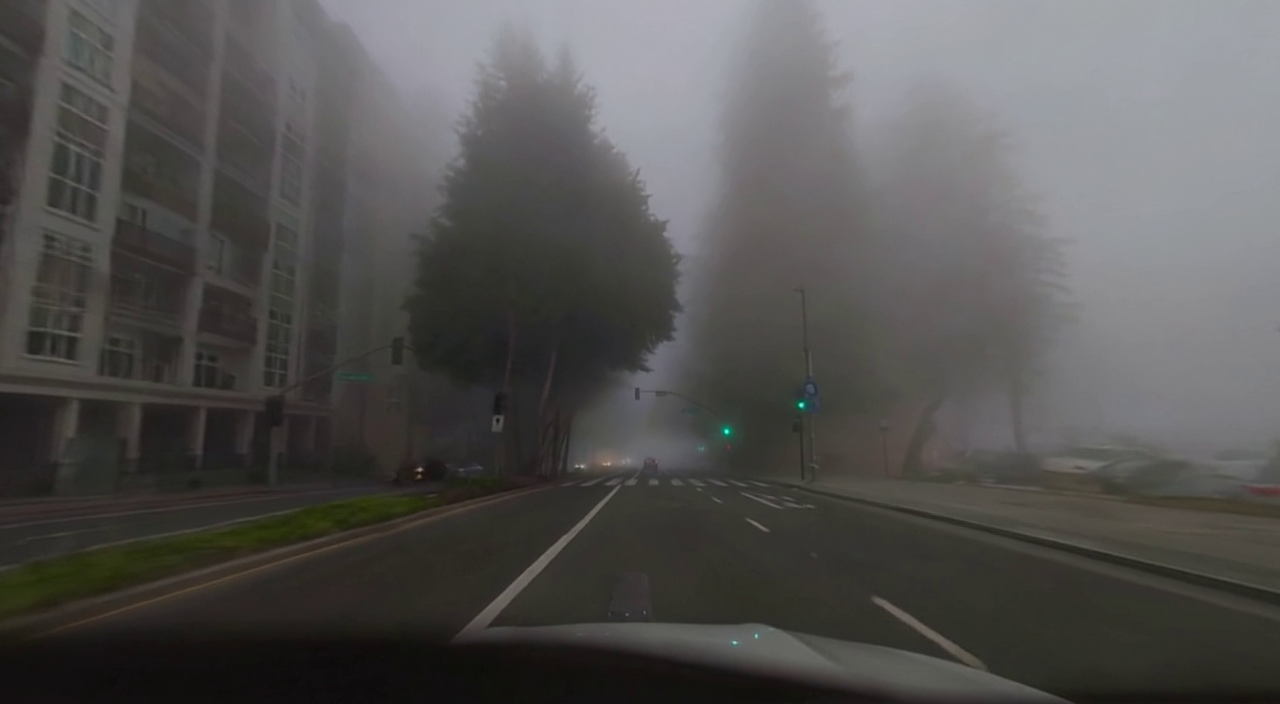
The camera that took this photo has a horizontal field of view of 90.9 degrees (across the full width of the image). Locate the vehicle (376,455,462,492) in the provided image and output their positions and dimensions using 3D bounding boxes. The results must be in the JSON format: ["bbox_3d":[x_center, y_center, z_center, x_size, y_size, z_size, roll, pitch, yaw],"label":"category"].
[{"bbox_3d":[-9.954,5.501,28.843,2.004,1.469,4.724,-1,-9,3],"label":"vehicle"}]
